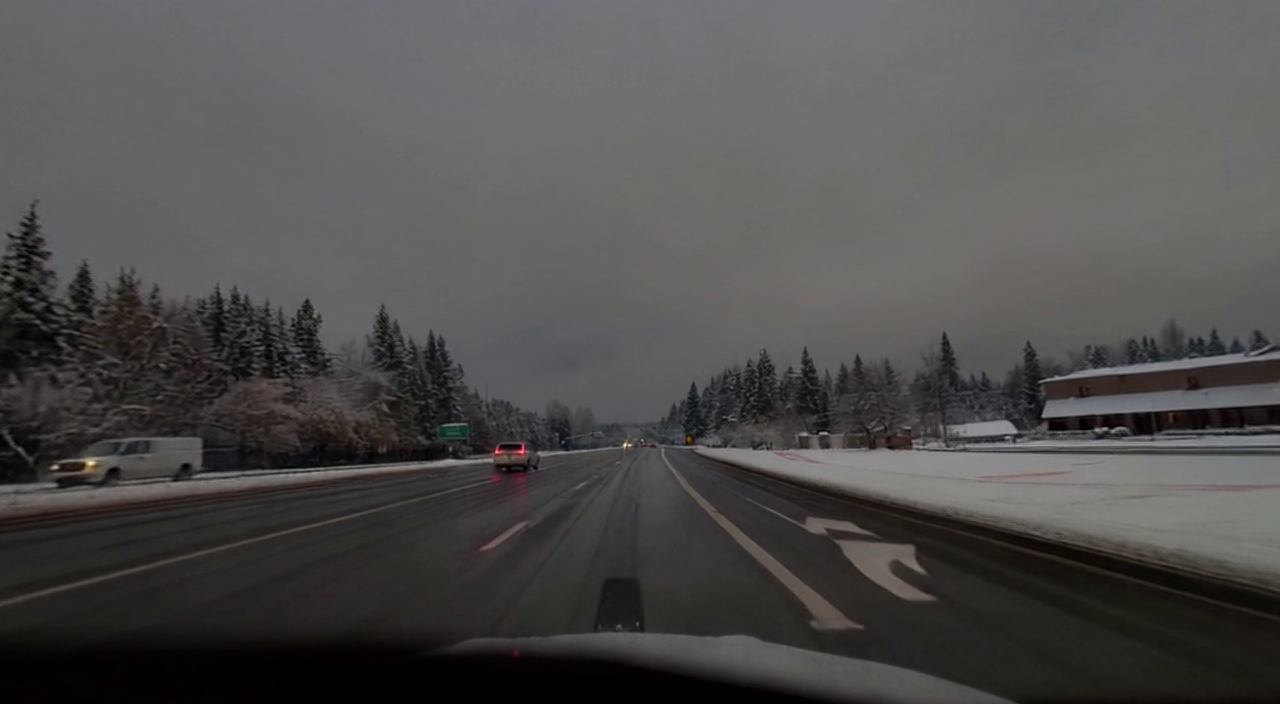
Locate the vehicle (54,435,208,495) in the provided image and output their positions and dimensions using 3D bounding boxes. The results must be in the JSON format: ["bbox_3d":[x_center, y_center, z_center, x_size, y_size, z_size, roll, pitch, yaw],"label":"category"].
[{"bbox_3d":[-26.390,5.827,33.270,2.284,2.792,6.858,0,-8,1],"label":"vehicle"}]

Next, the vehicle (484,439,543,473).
[{"bbox_3d":[-6.788,5.632,34.540,2.115,1.711,4.722,0,-8,2],"label":"vehicle"}]
